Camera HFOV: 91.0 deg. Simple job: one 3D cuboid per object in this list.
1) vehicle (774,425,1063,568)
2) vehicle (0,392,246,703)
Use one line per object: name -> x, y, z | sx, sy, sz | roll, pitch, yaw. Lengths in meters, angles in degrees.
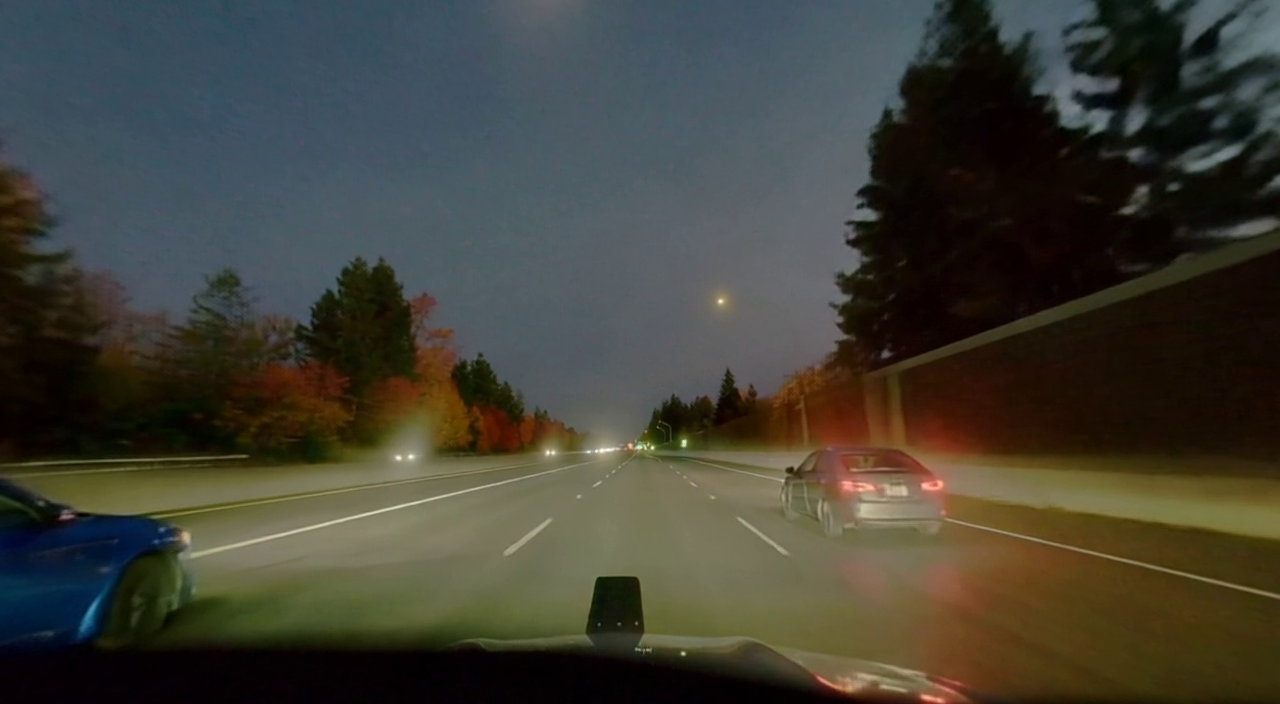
vehicle -> 3.605, 1.960, 9.405 | 2.146, 1.573, 4.661 | 0, -9, -1
vehicle -> -3.956, 0.896, 2.415 | 2.010, 1.550, 4.376 | 0, -9, 0
